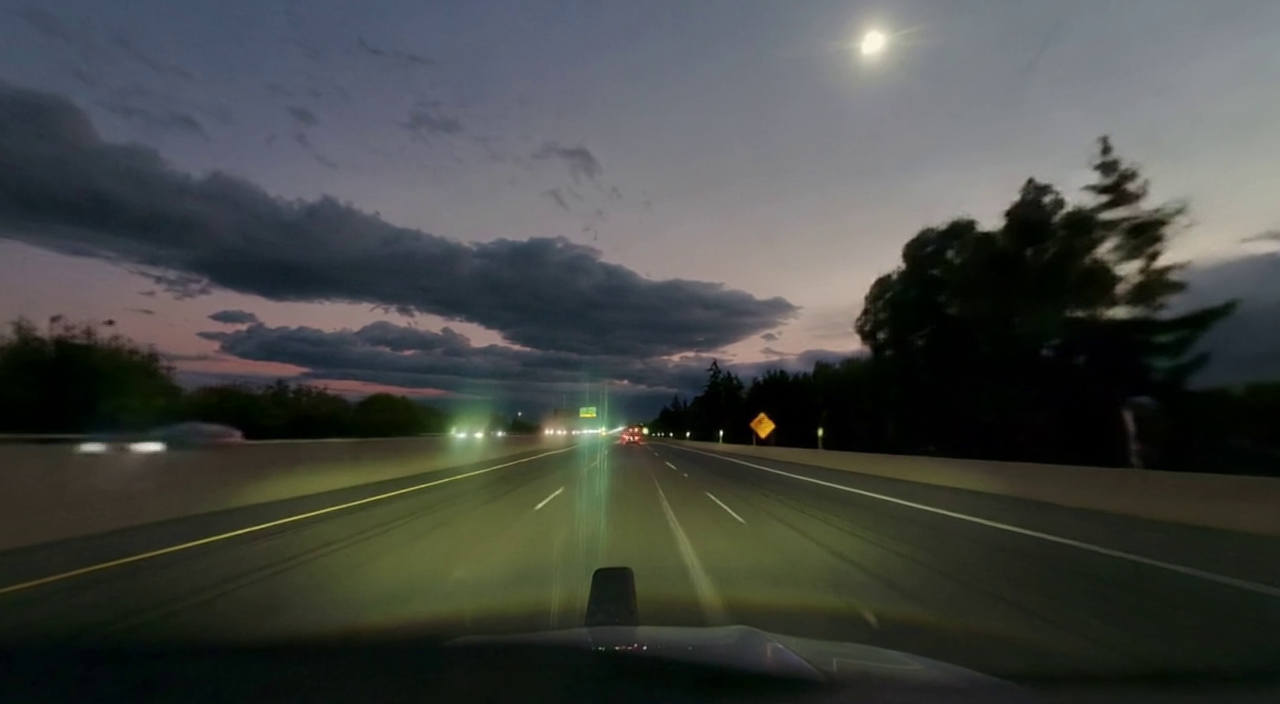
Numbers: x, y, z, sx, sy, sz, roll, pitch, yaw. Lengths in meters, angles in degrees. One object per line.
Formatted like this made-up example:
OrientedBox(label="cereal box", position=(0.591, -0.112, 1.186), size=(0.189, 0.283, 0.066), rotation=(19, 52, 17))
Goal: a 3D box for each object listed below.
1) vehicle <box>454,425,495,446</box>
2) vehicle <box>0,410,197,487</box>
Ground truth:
OrientedBox(label="vehicle", position=(-12.710, 6.482, 48.670), size=(1.906, 1.530, 4.488), rotation=(0, -8, 0))
OrientedBox(label="vehicle", position=(-12.271, 2.102, 13.942), size=(1.885, 1.420, 4.239), rotation=(0, -8, -1))
